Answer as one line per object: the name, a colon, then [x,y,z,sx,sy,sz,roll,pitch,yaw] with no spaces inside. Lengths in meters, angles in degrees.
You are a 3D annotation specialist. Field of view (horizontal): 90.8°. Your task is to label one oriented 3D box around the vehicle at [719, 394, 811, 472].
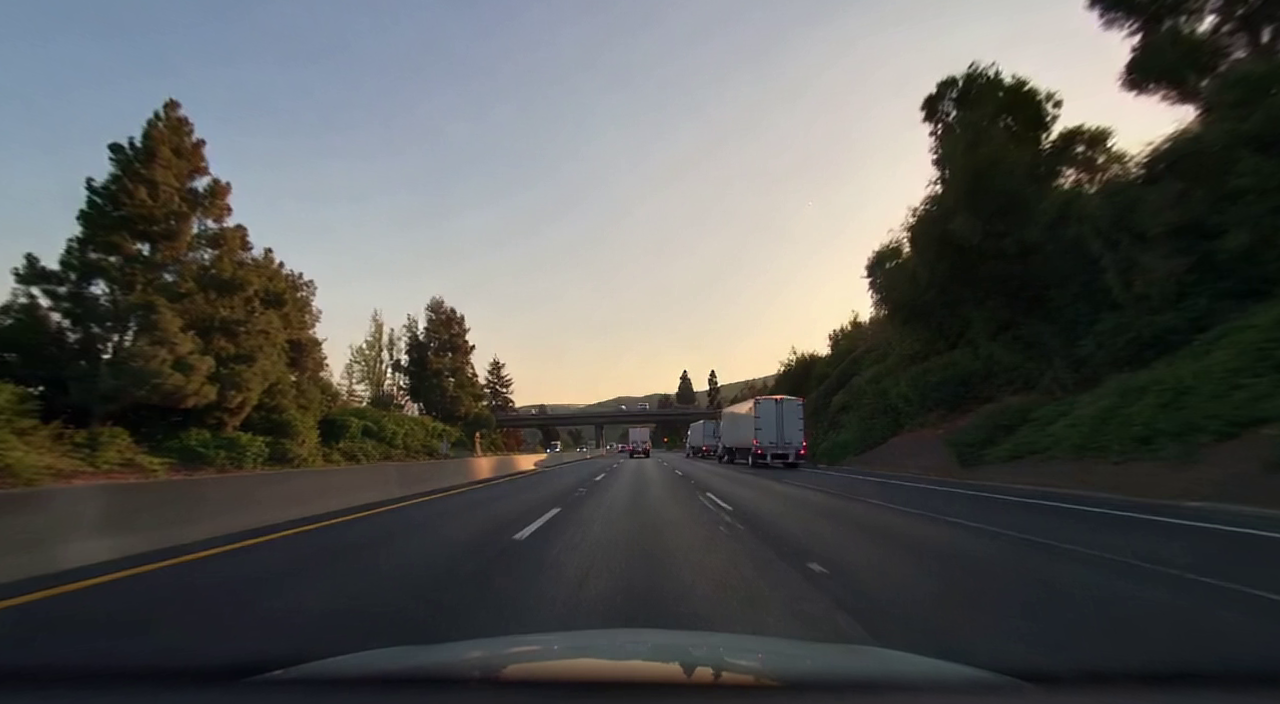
vehicle: [7.479,5.379,40.475,2.906,4.070,14.134,0,-9,-1]
